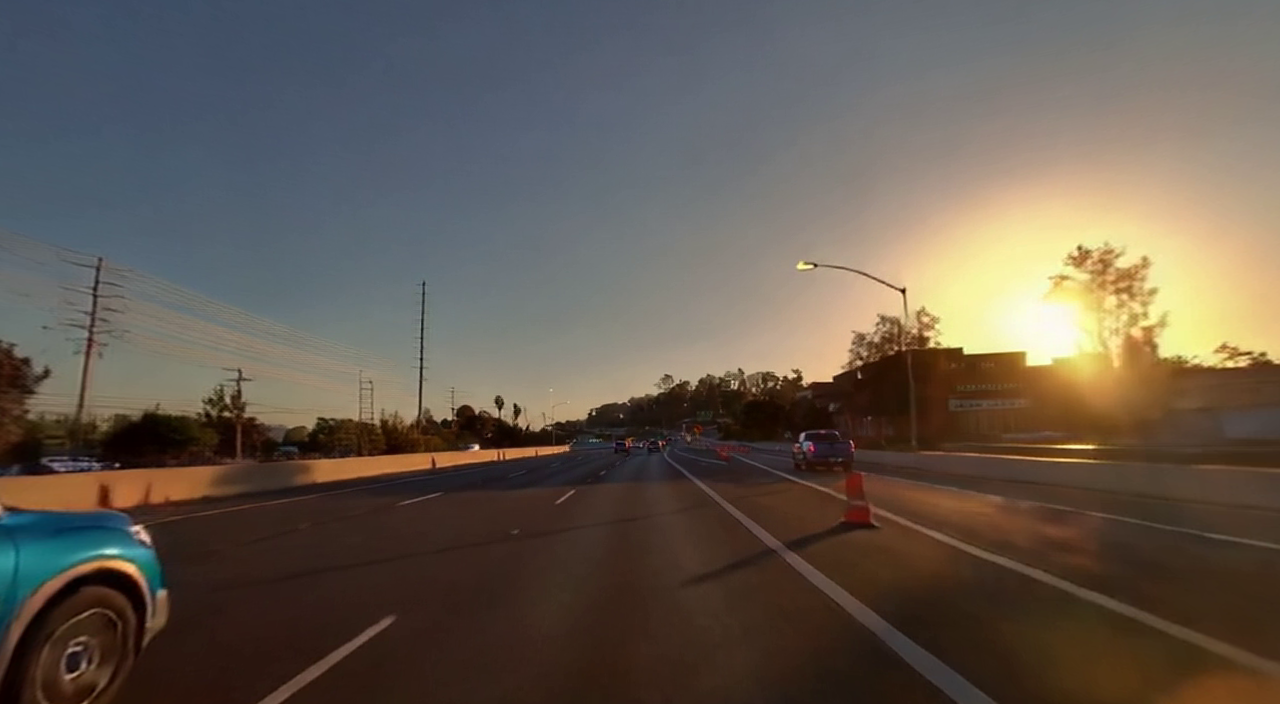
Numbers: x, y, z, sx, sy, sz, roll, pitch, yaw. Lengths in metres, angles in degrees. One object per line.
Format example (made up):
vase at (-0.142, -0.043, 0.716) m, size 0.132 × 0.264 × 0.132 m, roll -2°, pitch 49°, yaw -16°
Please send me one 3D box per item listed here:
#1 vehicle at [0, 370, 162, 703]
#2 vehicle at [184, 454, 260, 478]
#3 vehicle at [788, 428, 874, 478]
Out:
vehicle at (-3.615, 0.685, 1.145) m, size 2.001 × 1.619 × 4.445 m, roll 0°, pitch -8°, yaw 0°
vehicle at (-28.409, 7.722, 43.046) m, size 1.855 × 1.469 × 4.736 m, roll 0°, pitch -8°, yaw 1°
vehicle at (7.679, 4.118, 26.017) m, size 2.186 × 1.840 × 5.289 m, roll -1°, pitch -8°, yaw 4°
